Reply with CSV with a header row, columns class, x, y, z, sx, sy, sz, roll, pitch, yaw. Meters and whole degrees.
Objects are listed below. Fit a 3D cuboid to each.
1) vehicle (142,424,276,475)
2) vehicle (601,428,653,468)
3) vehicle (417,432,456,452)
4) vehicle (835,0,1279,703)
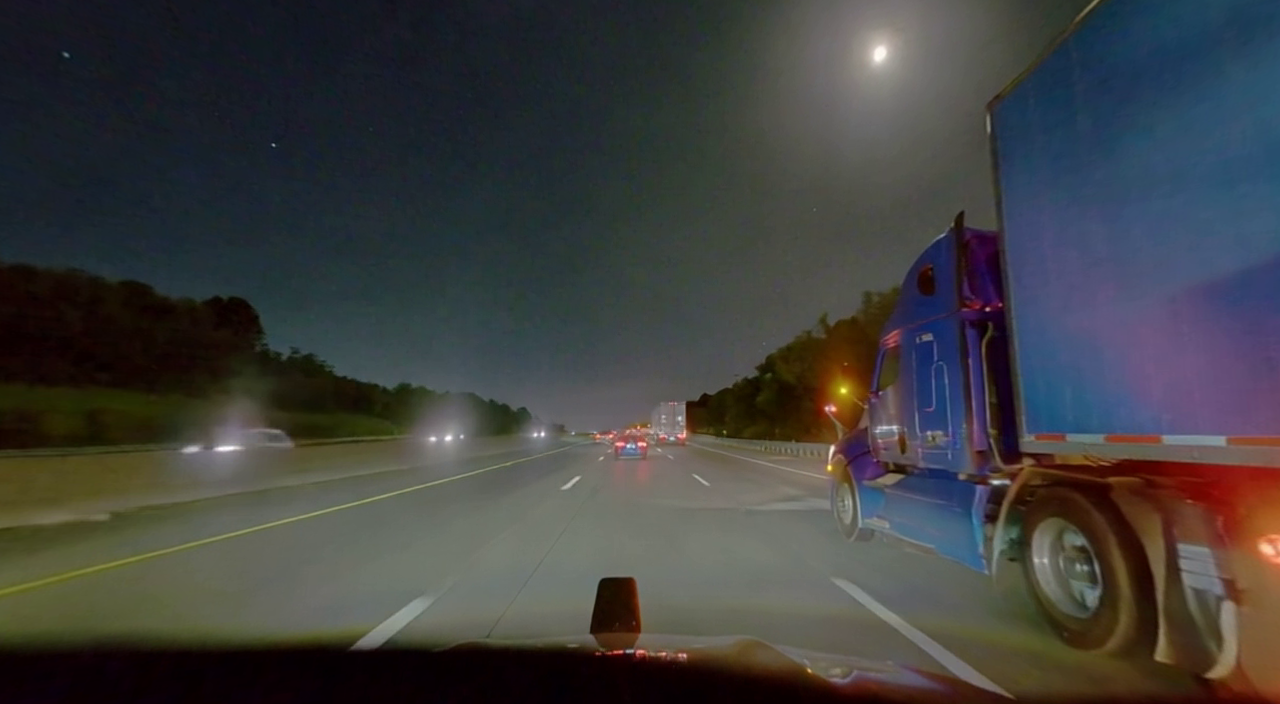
class,x,y,z,sx,sy,sz,roll,pitch,yaw
vehicle,-15.219,3.439,22.554,1.848,1.624,4.199,0,-8,-1
vehicle,-0.502,3.826,25.257,1.929,1.469,3.677,0,-8,-1
vehicle,-15.759,6.987,49.008,1.777,1.458,3.797,0,-8,0
vehicle,3.649,-0.205,1.094,2.919,3.634,10.888,0,-8,-1
